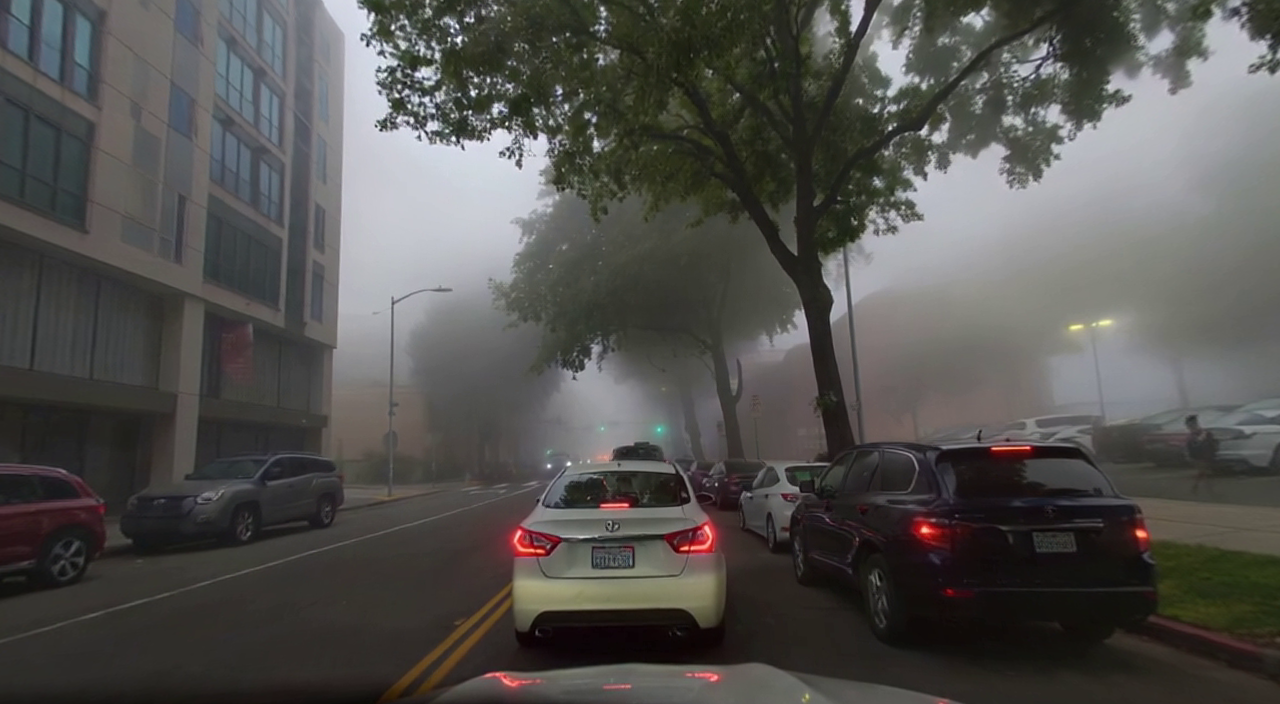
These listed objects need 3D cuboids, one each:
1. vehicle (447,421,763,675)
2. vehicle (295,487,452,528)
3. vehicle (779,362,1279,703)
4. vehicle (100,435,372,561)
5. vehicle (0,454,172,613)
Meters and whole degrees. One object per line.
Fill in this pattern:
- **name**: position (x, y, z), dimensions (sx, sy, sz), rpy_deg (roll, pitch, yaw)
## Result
- **vehicle**: position (-0.202, 1.591, 5.933), dimensions (2.018, 1.583, 3.646), rpy_deg (1, -10, 1)
- **vehicle**: position (-6.995, 4.180, 17.176), dimensions (2.223, 0.774, 4.789), rpy_deg (1, -10, 0)
- **vehicle**: position (2.710, 1.420, 5.691), dimensions (1.868, 1.920, 4.501), rpy_deg (1, -10, 0)
- **vehicle**: position (-6.845, 2.589, 11.439), dimensions (1.994, 1.701, 4.520), rpy_deg (-3, -12, -1)
- **vehicle**: position (-6.983, 1.695, 5.887), dimensions (1.900, 1.471, 4.202), rpy_deg (1, -10, 0)
